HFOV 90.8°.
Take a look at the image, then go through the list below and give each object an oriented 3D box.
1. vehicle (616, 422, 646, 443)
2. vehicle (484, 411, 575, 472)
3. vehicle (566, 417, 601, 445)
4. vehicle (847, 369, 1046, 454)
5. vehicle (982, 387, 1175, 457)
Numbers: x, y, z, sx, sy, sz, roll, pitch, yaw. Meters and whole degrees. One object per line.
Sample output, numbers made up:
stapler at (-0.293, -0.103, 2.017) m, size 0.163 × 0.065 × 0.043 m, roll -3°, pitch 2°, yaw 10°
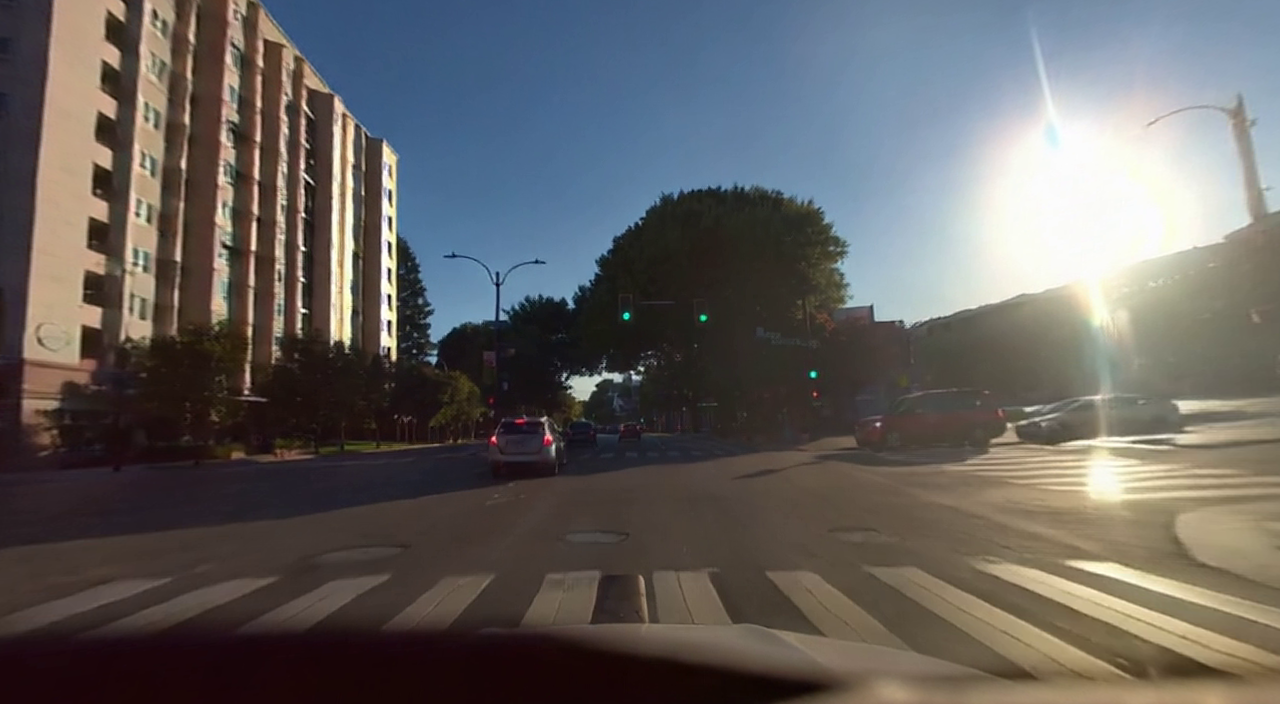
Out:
vehicle at (-0.700, 5.806, 45.289) m, size 2.095 × 1.438 × 3.843 m, roll 0°, pitch -8°, yaw -2°
vehicle at (-3.389, 2.869, 20.294) m, size 2.116 × 1.725 × 4.315 m, roll -1°, pitch -8°, yaw 0°
vehicle at (-3.841, 5.492, 43.562) m, size 2.152 × 1.802 × 4.628 m, roll 0°, pitch -8°, yaw -2°
vehicle at (11.753, 2.338, 24.631) m, size 6.233 × 2.668 × 2.627 m, roll -4°, pitch -7°, yaw -3°
vehicle at (13.133, 2.106, 19.146) m, size 4.328 × 1.742 × 1.942 m, roll -3°, pitch -6°, yaw -2°
